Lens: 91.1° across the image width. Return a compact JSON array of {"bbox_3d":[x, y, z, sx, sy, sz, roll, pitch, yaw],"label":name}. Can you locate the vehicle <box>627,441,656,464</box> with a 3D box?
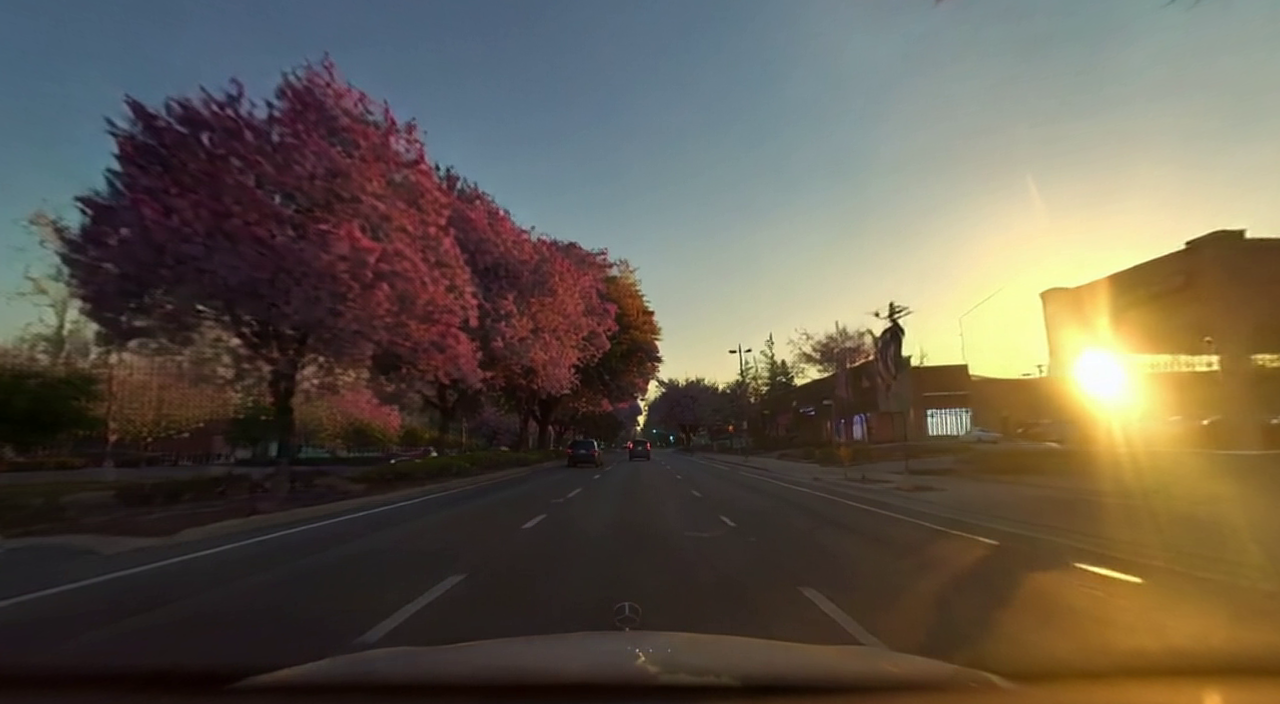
[{"bbox_3d":[0.122,7.813,49.174,2.149,1.701,4.379,0,-8,0],"label":"vehicle"}]

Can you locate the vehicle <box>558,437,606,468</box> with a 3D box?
[{"bbox_3d":[-3.566,6.336,39.730,2.453,1.844,4.751,0,-8,2],"label":"vehicle"}]

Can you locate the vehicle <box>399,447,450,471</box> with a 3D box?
[{"bbox_3d":[-14.780,7.337,43.303,1.854,1.475,4.448,0,-8,1],"label":"vehicle"}]
